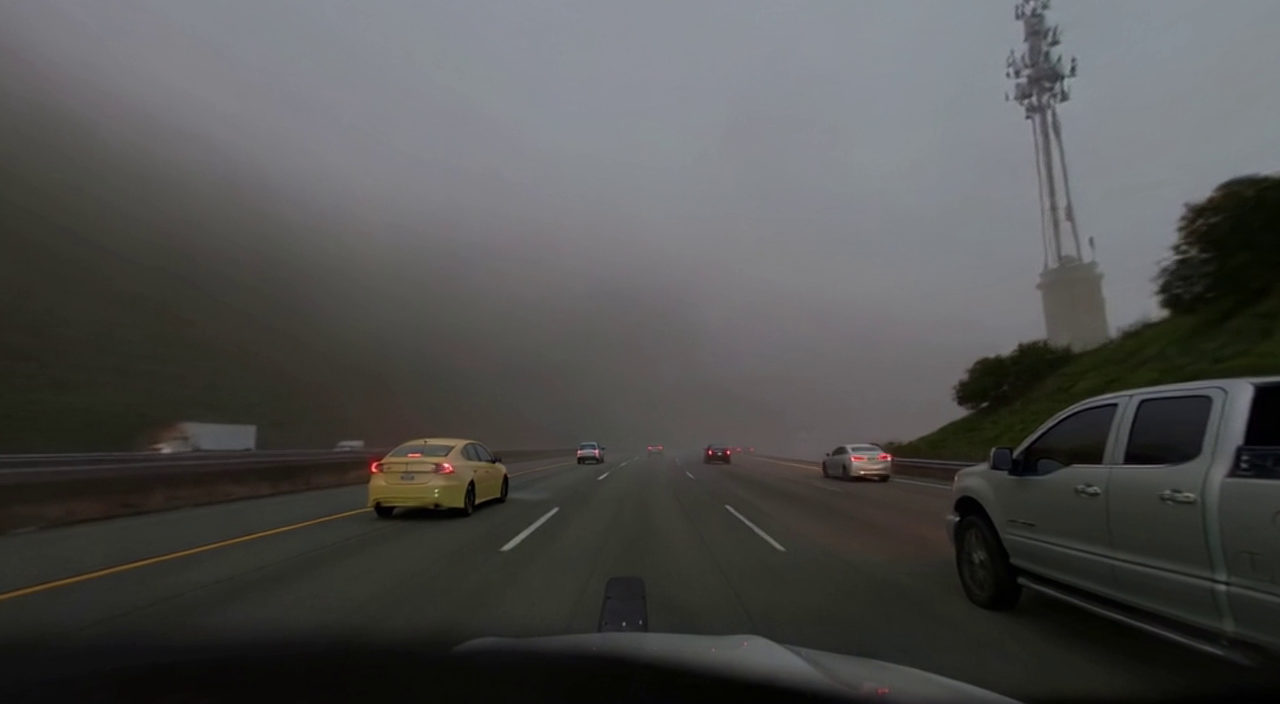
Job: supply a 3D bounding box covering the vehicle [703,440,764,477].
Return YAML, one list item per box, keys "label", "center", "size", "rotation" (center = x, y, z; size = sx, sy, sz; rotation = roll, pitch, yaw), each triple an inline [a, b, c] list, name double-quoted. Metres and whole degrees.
- label: "vehicle"
  center: [4.040, 4.699, 28.085]
  size: [2.046, 1.471, 4.333]
  rotation: [0, -8, 0]

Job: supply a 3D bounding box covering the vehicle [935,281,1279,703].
- label: "vehicle"
  center: [3.450, 0.720, 2.482]
  size: [2.098, 1.925, 5.171]
  rotation: [0, -8, 1]

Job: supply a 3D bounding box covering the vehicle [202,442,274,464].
- label: "vehicle"
  center: [-30.110, 7.549, 47.477]
  size: [1.860, 1.551, 5.189]
  rotation: [0, -8, 2]

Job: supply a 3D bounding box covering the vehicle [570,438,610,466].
- label: "vehicle"
  center: [-3.121, 6.342, 40.058]
  size: [2.021, 1.679, 4.310]
  rotation: [-1, -8, 2]

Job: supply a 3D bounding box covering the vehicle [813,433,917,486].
- label: "vehicle"
  center: [7.691, 3.717, 22.058]
  size: [1.986, 1.633, 4.430]
  rotation: [0, -8, 0]

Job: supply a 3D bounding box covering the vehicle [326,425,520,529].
- label: "vehicle"
  center: [-3.887, 2.329, 12.324]
  size: [2.113, 1.636, 4.494]
  rotation: [0, -8, 1]
